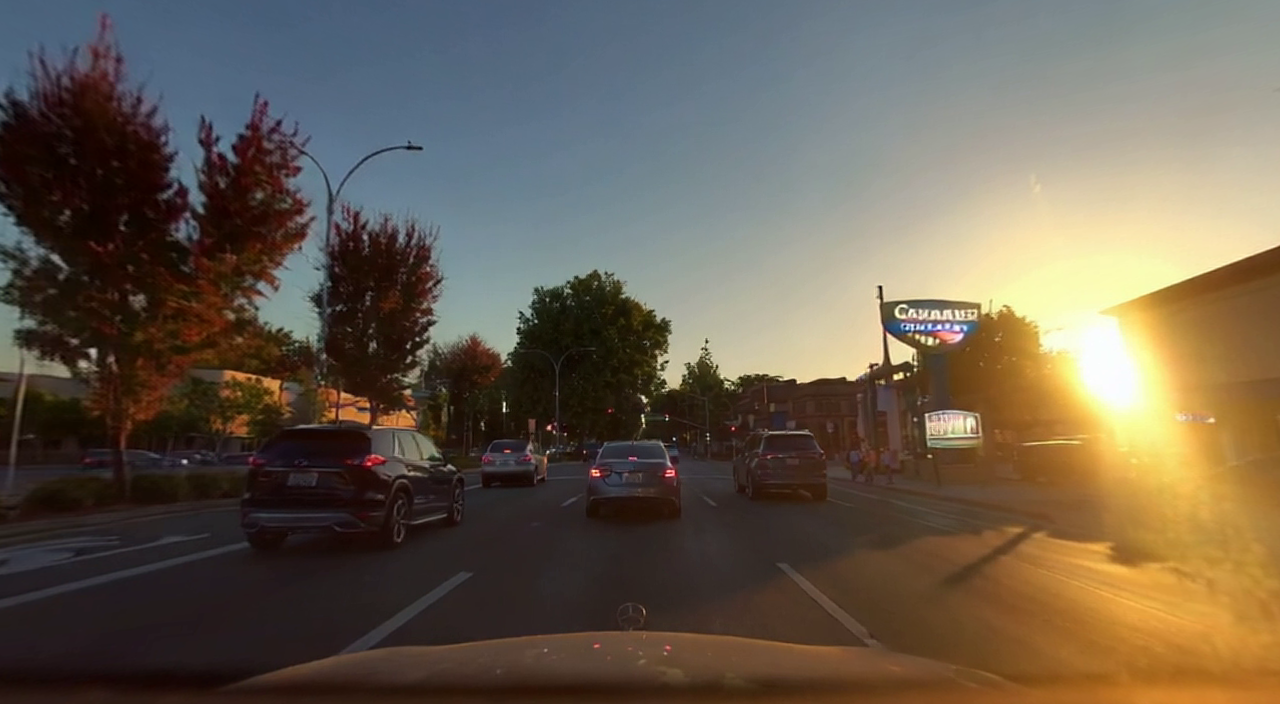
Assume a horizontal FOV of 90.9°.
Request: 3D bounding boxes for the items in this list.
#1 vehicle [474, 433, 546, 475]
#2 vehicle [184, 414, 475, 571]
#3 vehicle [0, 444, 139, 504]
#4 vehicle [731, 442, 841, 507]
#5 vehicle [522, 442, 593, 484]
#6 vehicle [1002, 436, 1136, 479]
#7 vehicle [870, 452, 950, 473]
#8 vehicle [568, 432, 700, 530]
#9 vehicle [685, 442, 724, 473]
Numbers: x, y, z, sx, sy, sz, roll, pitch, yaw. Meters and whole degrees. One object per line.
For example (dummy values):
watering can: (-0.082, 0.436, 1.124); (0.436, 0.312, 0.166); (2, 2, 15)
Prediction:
vehicle: (-6.736, 5.379, 33.413); (2.321, 2.013, 5.640); (0, -8, 3)
vehicle: (-3.912, 1.826, 8.915); (1.983, 1.685, 3.997); (0, -8, 1)
vehicle: (-19.353, 3.922, 20.792); (1.888, 1.717, 4.517); (0, -8, 0)
vehicle: (3.666, 3.141, 16.698); (1.979, 1.485, 4.207); (0, -8, 1)
vehicle: (-3.152, 4.360, 25.059); (2.126, 1.490, 4.265); (0, -8, 2)
vehicle: (17.939, 4.402, 26.557); (1.907, 1.669, 4.147); (5, -10, -28)
vehicle: (19.206, 7.869, 44.991); (4.795, 1.457, 1.986); (0, -8, 4)
vehicle: (-0.098, 2.395, 12.262); (2.121, 1.563, 4.031); (0, -8, 0)
vehicle: (3.651, 5.992, 36.125); (1.848, 1.665, 3.747); (0, -8, 0)
